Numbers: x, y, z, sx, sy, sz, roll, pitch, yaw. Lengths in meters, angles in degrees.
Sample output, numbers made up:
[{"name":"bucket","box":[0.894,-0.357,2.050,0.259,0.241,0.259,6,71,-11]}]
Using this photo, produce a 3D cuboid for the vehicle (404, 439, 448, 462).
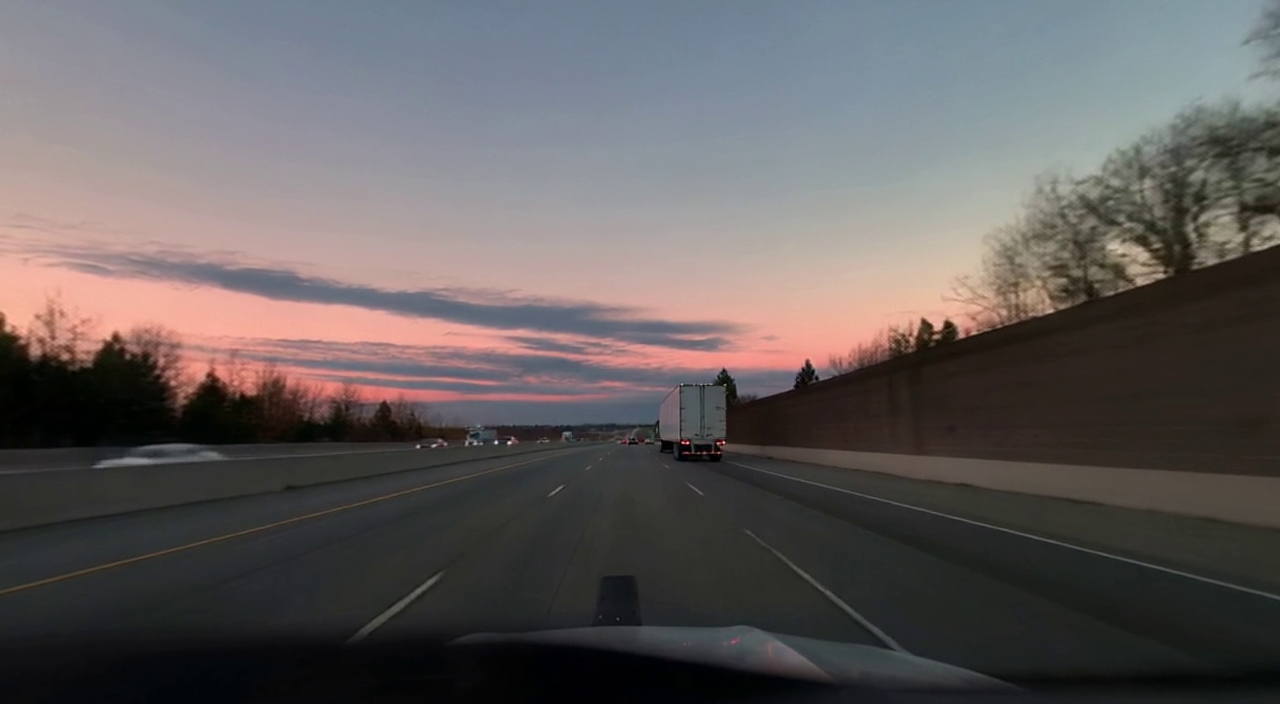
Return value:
[{"name":"vehicle","box":[-16.076,7.397,47.421,1.938,1.579,4.138,0,-8,-1]}]

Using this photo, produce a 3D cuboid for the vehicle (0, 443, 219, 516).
[{"name":"vehicle","box":[-12.475,2.961,15.203,1.803,1.450,4.054,0,-8,-1]}]

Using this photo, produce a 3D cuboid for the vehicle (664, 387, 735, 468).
[{"name":"vehicle","box":[3.340,4.866,40.080,2.979,4.161,15.508,1,-7,0]}]
